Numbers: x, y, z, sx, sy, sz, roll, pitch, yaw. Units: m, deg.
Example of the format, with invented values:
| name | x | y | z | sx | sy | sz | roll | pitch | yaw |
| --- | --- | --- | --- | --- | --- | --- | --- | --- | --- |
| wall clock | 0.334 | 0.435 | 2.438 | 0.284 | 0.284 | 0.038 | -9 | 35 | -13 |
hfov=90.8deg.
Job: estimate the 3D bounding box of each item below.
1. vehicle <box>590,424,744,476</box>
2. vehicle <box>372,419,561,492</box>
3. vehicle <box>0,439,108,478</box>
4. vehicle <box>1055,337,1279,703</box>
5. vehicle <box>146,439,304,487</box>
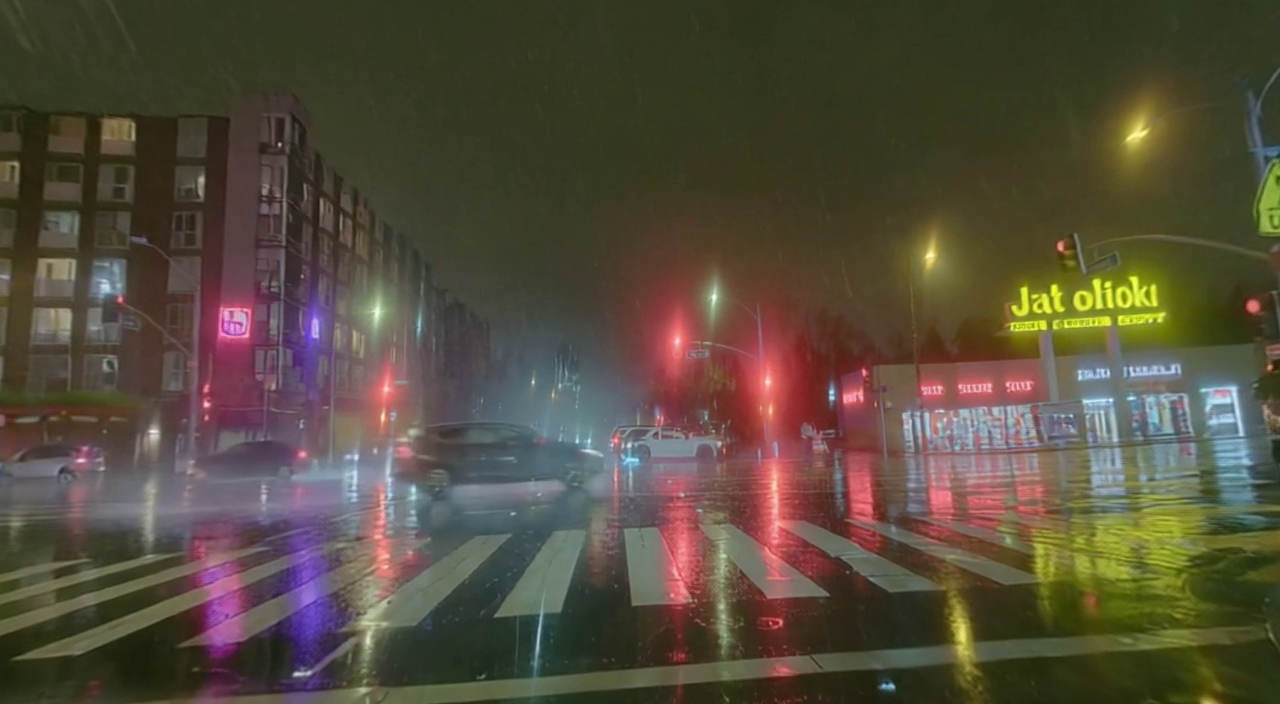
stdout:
| name | x | y | z | sx | sy | sz | roll | pitch | yaw |
| --- | --- | --- | --- | --- | --- | --- | --- | --- | --- |
| vehicle | 0.792 | 3.117 | 20.248 | 4.612 | 1.521 | 1.811 | 1 | -9 | -9 |
| vehicle | -4.298 | 2.641 | 16.333 | 4.446 | 1.714 | 1.830 | 1 | -8 | -7 |
| vehicle | -31.540 | 5.603 | 33.543 | 2.205 | 1.903 | 5.877 | 1 | -9 | -9 |
| vehicle | 3.018 | 0.610 | 0.878 | 1.866 | 1.654 | 4.354 | 0 | -8 | 0 |
| vehicle | -15.473 | 4.152 | 23.811 | 4.513 | 1.682 | 1.810 | 1 | -9 | -8 |
